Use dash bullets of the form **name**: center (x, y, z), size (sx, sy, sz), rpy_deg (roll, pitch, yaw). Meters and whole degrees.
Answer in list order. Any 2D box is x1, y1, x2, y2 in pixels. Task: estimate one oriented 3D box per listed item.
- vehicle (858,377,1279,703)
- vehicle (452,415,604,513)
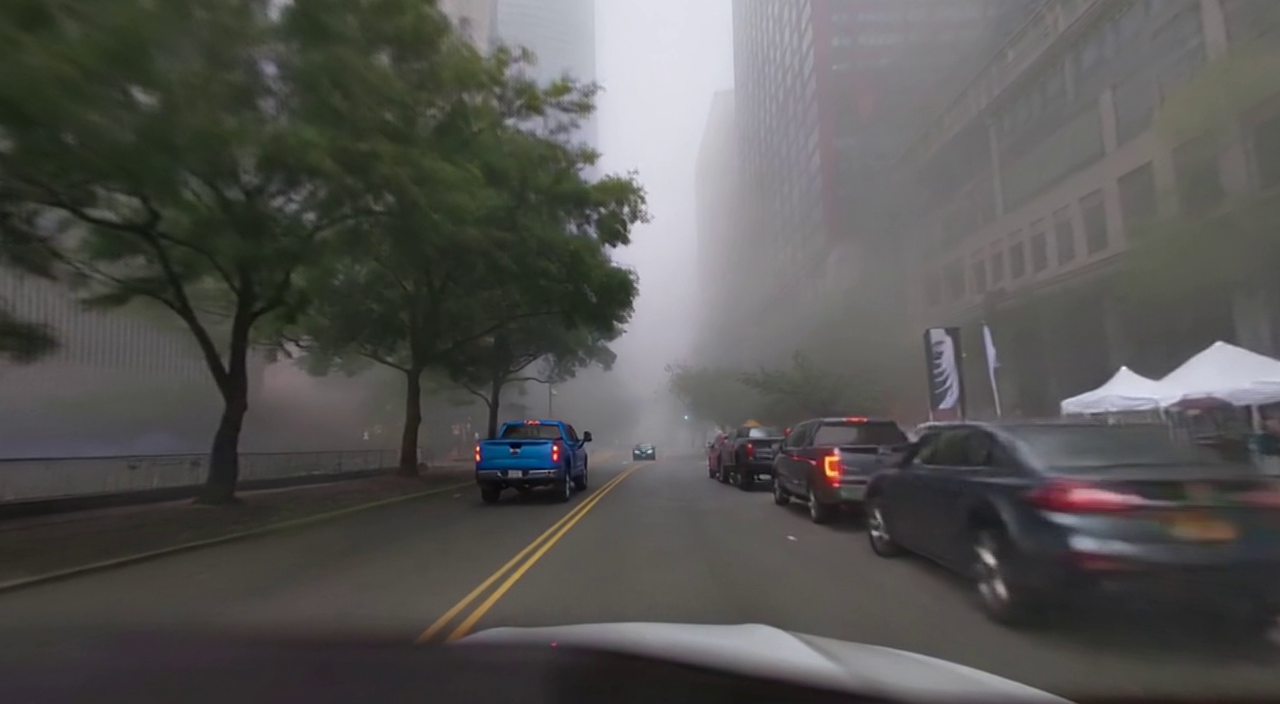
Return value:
- **vehicle**: center (3.336, 1.211, 5.054), size (2.023, 1.607, 4.225), rpy_deg (-1, -8, 6)
- **vehicle**: center (-2.443, 2.676, 15.693), size (2.452, 1.954, 5.653), rpy_deg (-1, -8, 3)
